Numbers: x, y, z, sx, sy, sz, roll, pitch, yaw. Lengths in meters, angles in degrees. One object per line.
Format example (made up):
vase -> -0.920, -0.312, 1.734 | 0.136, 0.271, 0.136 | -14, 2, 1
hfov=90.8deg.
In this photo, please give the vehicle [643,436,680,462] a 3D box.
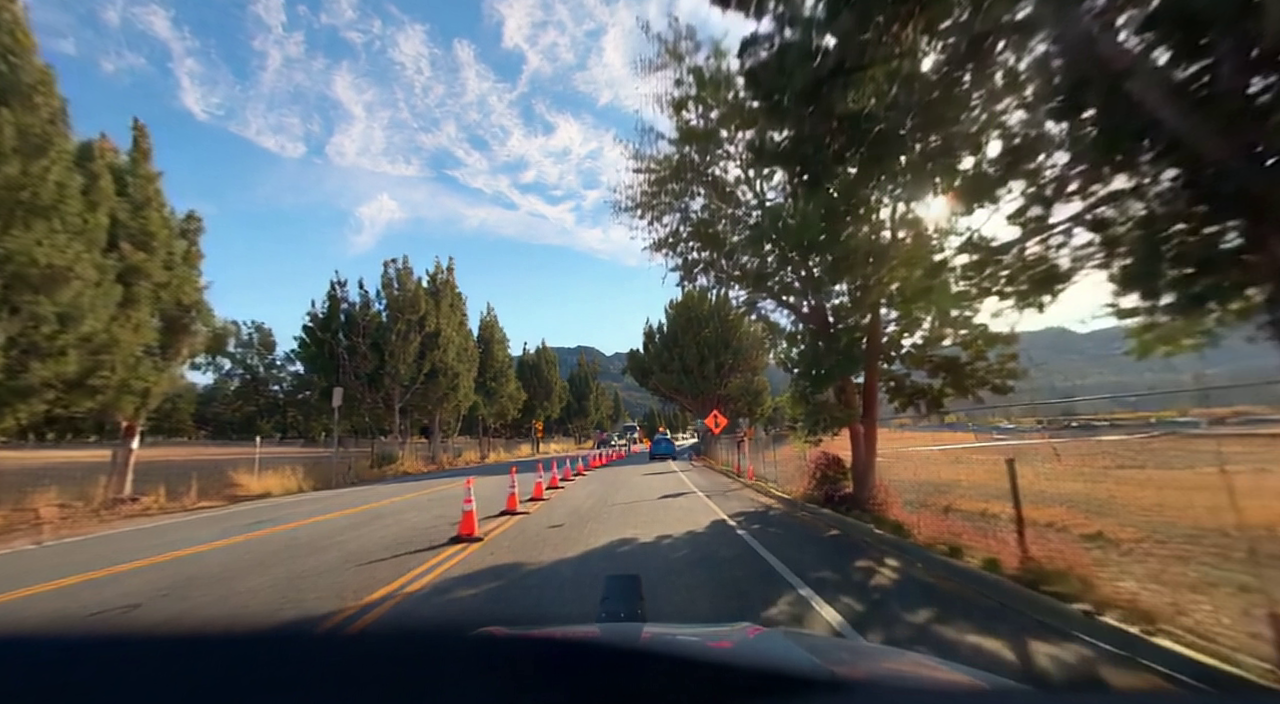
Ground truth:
vehicle -> 1.396, 5.998, 39.146 | 2.172, 1.486, 3.581 | -1, -9, 4
